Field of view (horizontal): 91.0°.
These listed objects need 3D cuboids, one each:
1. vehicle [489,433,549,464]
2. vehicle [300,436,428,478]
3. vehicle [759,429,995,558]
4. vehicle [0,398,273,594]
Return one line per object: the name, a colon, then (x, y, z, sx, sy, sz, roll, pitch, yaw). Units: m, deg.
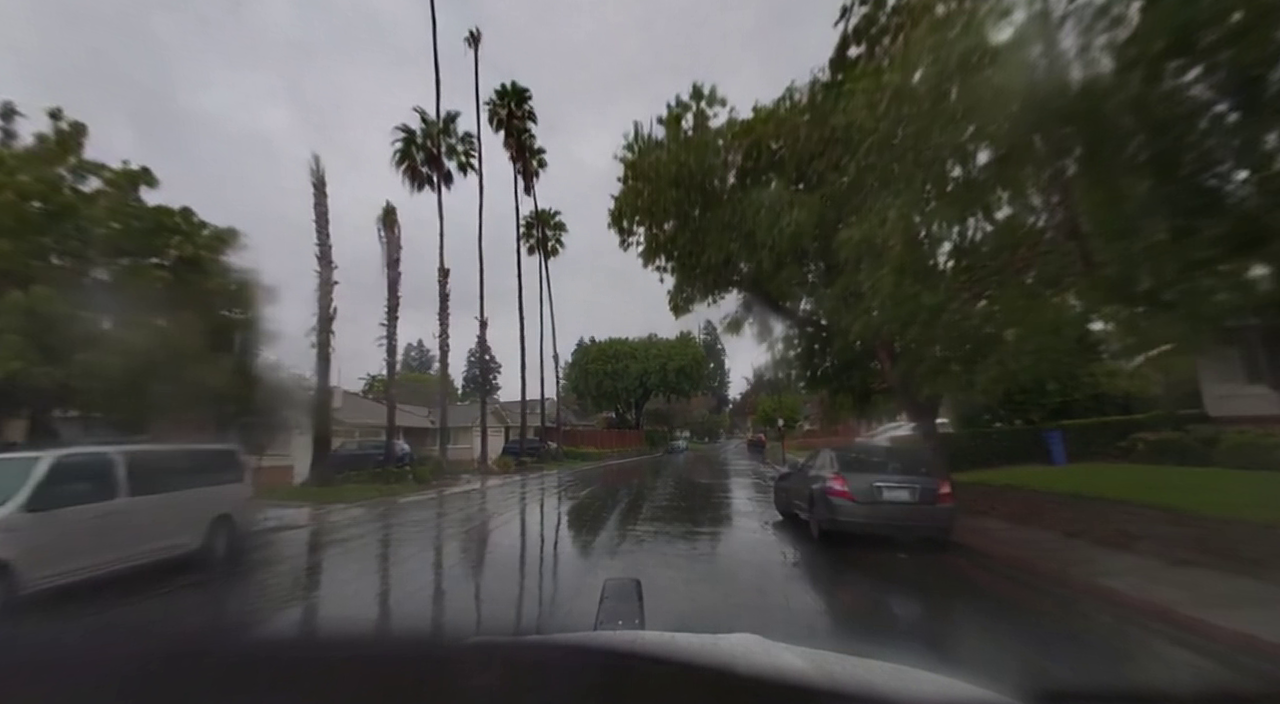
vehicle: (-8.973, 7.217, 46.972, 3.918, 1.719, 1.988, -4, -21, 6)
vehicle: (-12.351, 4.697, 28.279, 5.015, 1.746, 1.968, -2, -9, 13)
vehicle: (3.243, 2.013, 9.719, 2.045, 1.519, 4.231, -1, -8, 1)
vehicle: (-7.042, 1.971, 7.572, 2.053, 1.713, 4.850, -3, -21, 3)
